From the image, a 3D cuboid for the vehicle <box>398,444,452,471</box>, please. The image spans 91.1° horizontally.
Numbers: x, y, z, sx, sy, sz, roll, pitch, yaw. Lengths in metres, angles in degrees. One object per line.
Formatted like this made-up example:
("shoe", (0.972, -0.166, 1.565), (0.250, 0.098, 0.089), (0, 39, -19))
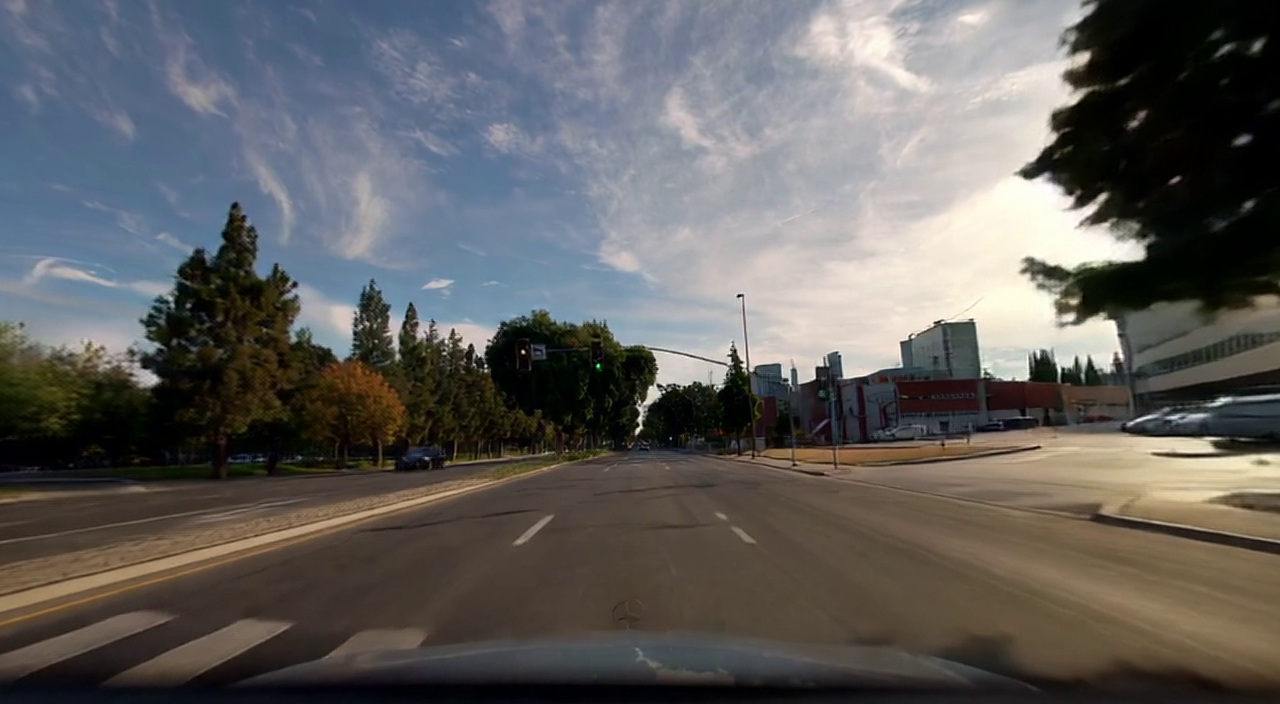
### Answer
("vehicle", (-14.639, 7.213, 43.046), (1.936, 1.718, 4.643), (0, -8, 1))
